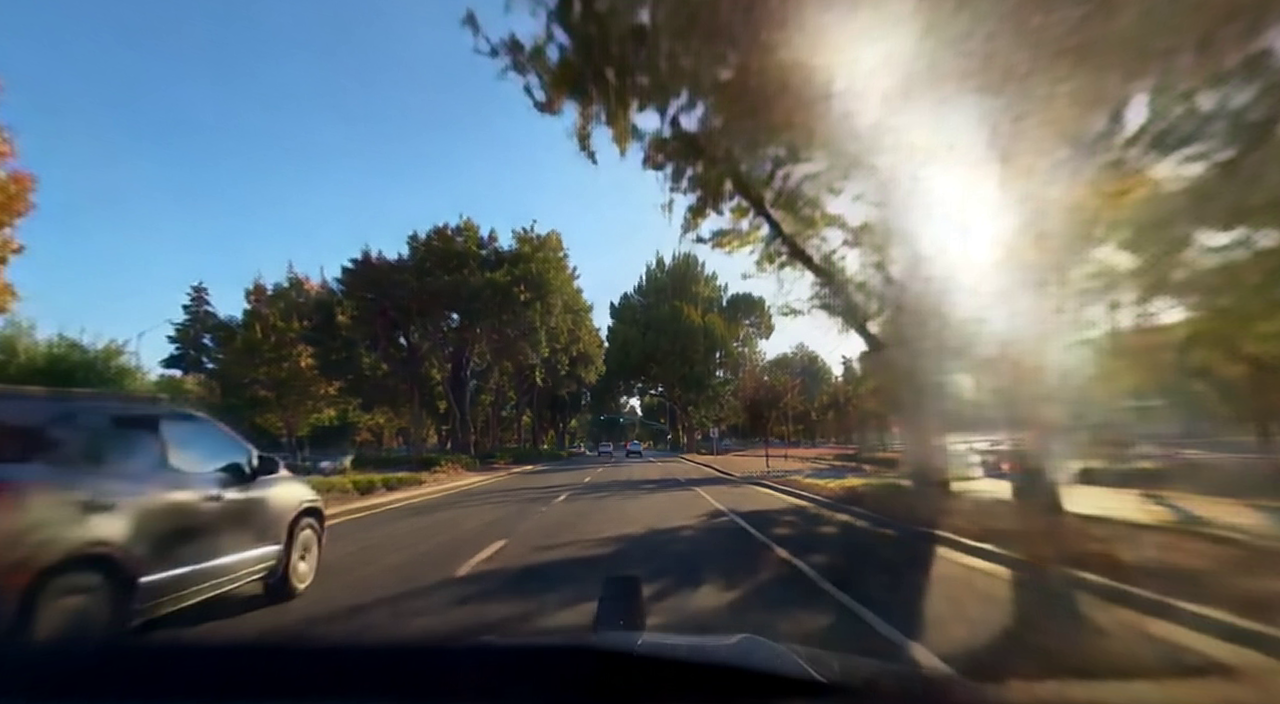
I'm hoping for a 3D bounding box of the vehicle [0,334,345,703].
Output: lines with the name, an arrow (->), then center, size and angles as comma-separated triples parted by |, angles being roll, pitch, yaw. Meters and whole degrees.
vehicle -> -3.672, 0.983, 3.707 | 2.018, 1.769, 3.897 | 0, -8, -1
